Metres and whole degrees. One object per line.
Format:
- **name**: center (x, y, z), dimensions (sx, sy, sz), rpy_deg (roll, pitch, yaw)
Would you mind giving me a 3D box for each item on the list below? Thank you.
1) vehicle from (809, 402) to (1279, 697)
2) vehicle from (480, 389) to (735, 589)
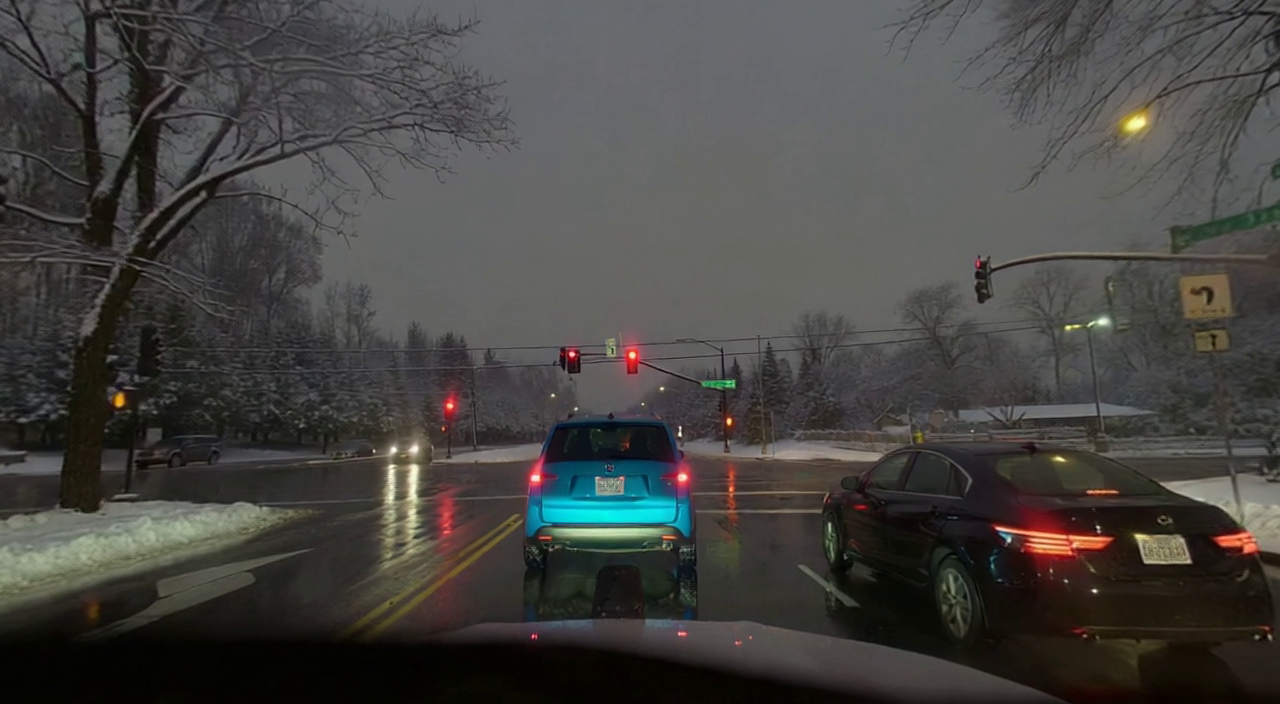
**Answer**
- **vehicle**: center (3.165, 1.402, 5.763), dimensions (1.932, 1.562, 4.629), rpy_deg (0, -9, -1)
- **vehicle**: center (-0.344, 1.526, 7.790), dimensions (2.247, 1.760, 4.231), rpy_deg (0, -9, -2)
